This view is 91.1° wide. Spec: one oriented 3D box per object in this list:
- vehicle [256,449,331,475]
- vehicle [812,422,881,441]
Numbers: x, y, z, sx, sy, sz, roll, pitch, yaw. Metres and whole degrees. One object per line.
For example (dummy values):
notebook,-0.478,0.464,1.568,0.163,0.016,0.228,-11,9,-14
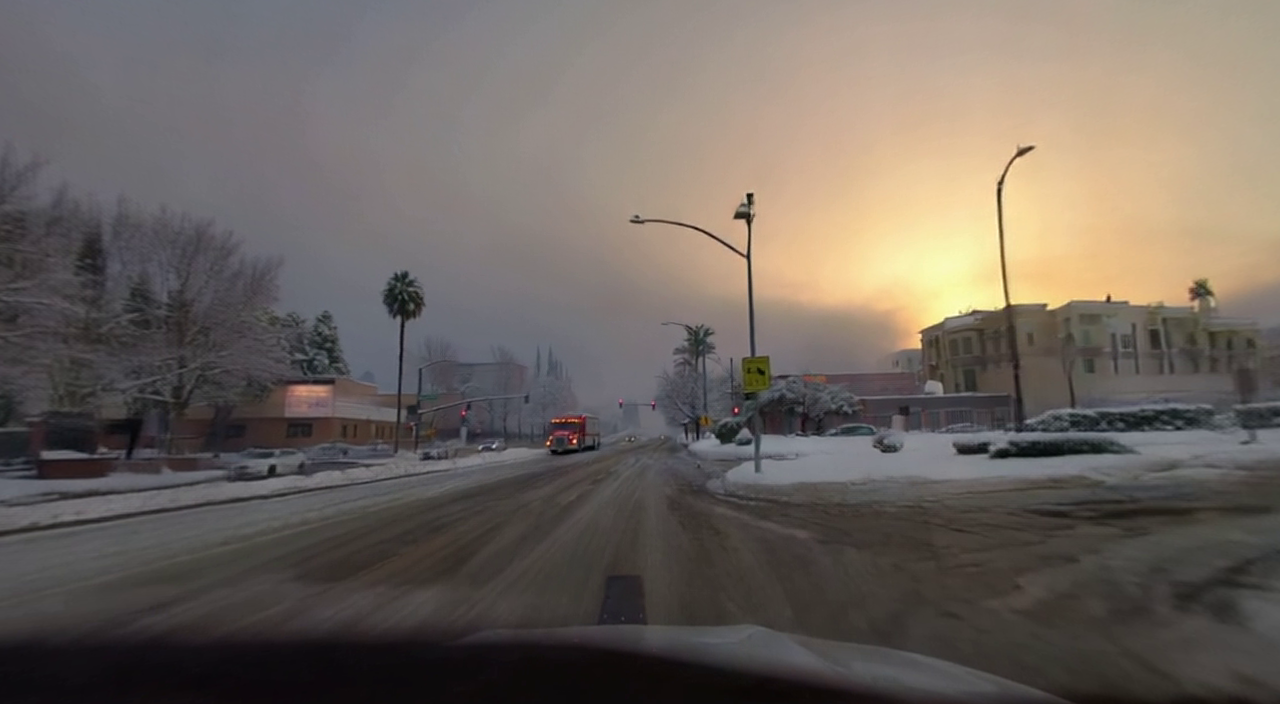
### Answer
vehicle,-21.783,6.936,39.695,1.945,1.504,4.566,-1,-9,3
vehicle,16.026,6.183,48.943,4.663,1.457,2.045,-1,-7,3
